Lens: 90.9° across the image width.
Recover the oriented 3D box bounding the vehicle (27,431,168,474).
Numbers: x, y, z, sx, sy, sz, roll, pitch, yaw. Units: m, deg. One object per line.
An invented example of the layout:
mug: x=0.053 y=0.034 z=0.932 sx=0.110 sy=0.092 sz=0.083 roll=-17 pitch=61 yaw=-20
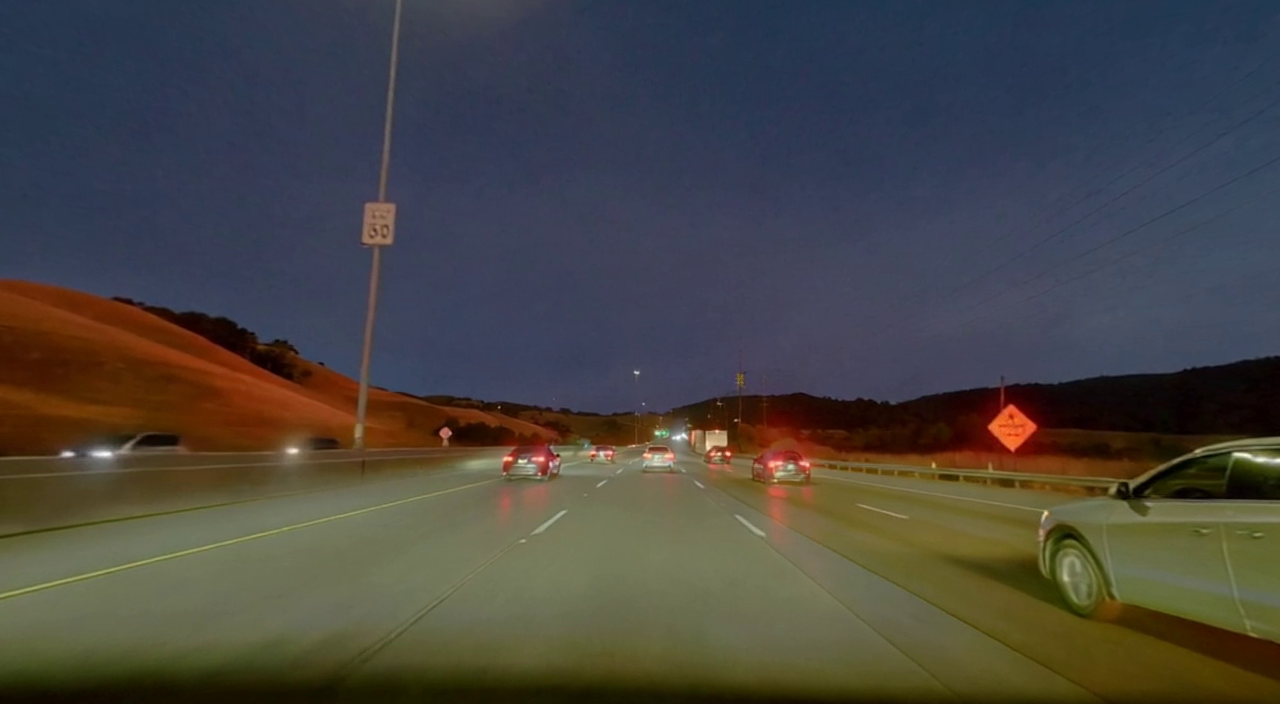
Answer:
vehicle: x=-21.530 y=4.003 z=25.270 sx=1.976 sy=1.559 sz=3.997 roll=-1 pitch=-8 yaw=2

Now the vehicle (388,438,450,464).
vehicle: x=-13.979 y=6.299 z=40.158 sx=2.252 sy=1.507 sz=4.433 roll=0 pitch=-8 yaw=1

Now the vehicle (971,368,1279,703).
vehicle: x=3.849 y=0.937 z=2.988 sx=2.018 sy=1.670 sz=4.658 roll=0 pitch=-8 yaw=0

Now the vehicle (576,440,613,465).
vehicle: x=-3.215 y=7.196 z=45.334 sx=2.234 sy=1.675 sz=4.527 roll=-1 pitch=-8 yaw=2

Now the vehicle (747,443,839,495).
vehicle: x=4.840 y=3.730 z=20.532 sx=1.867 sy=1.465 sz=4.093 roll=0 pitch=-8 yaw=-2

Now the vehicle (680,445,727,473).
vehicle: x=3.548 y=6.076 z=36.001 sx=2.177 sy=1.453 sz=4.205 roll=0 pitch=-8 yaw=-1

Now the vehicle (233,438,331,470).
vehicle: x=-18.038 y=5.150 z=32.129 sx=2.126 sy=1.487 sz=4.681 roll=-1 pitch=-8 yaw=2

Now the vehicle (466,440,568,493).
vehicle: x=-3.655 y=3.489 z=19.614 sx=2.232 sy=1.438 sz=4.163 roll=-1 pitch=-8 yaw=2

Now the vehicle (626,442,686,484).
vehicle: x=0.604 y=4.349 z=25.035 sx=2.138 sy=1.473 sz=4.392 roll=0 pitch=-8 yaw=1
